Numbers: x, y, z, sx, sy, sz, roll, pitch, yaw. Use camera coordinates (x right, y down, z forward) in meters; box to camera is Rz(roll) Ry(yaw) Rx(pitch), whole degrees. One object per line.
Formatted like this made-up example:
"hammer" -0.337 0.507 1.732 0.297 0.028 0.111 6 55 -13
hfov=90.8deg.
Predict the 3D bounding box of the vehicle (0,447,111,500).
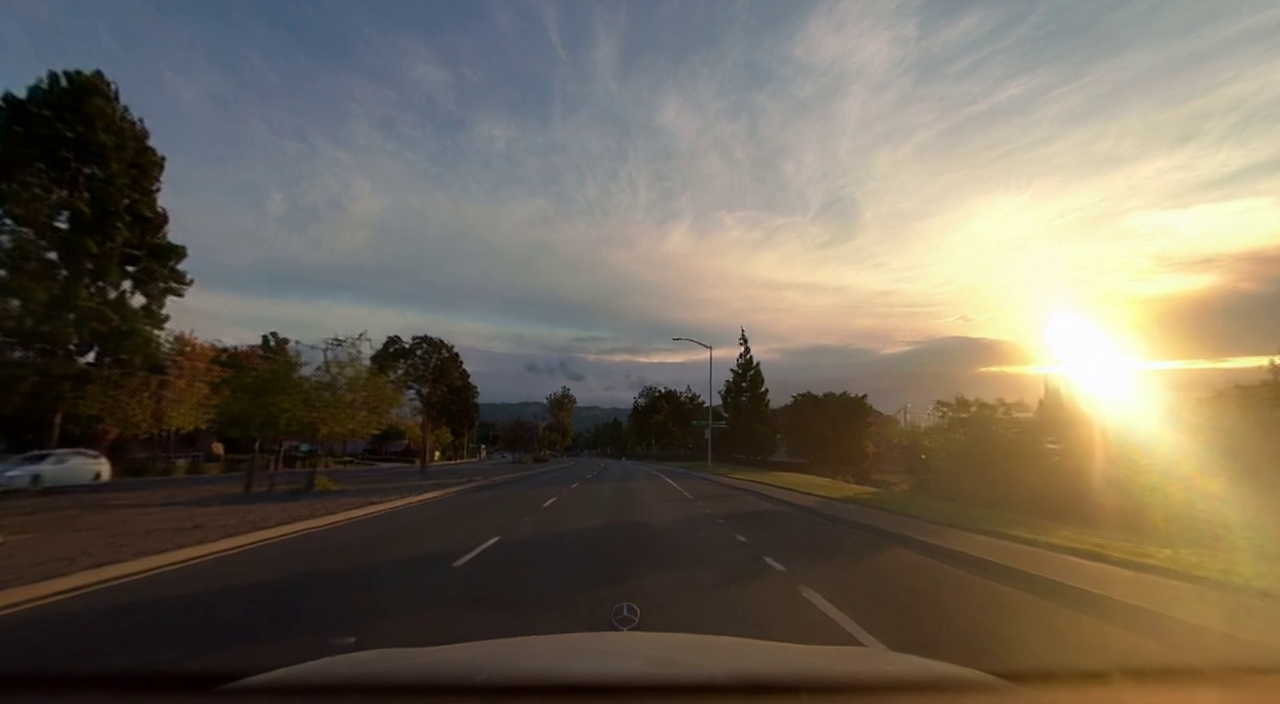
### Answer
"vehicle" -22.019 4.348 23.018 1.891 1.718 4.251 0 -8 -3
